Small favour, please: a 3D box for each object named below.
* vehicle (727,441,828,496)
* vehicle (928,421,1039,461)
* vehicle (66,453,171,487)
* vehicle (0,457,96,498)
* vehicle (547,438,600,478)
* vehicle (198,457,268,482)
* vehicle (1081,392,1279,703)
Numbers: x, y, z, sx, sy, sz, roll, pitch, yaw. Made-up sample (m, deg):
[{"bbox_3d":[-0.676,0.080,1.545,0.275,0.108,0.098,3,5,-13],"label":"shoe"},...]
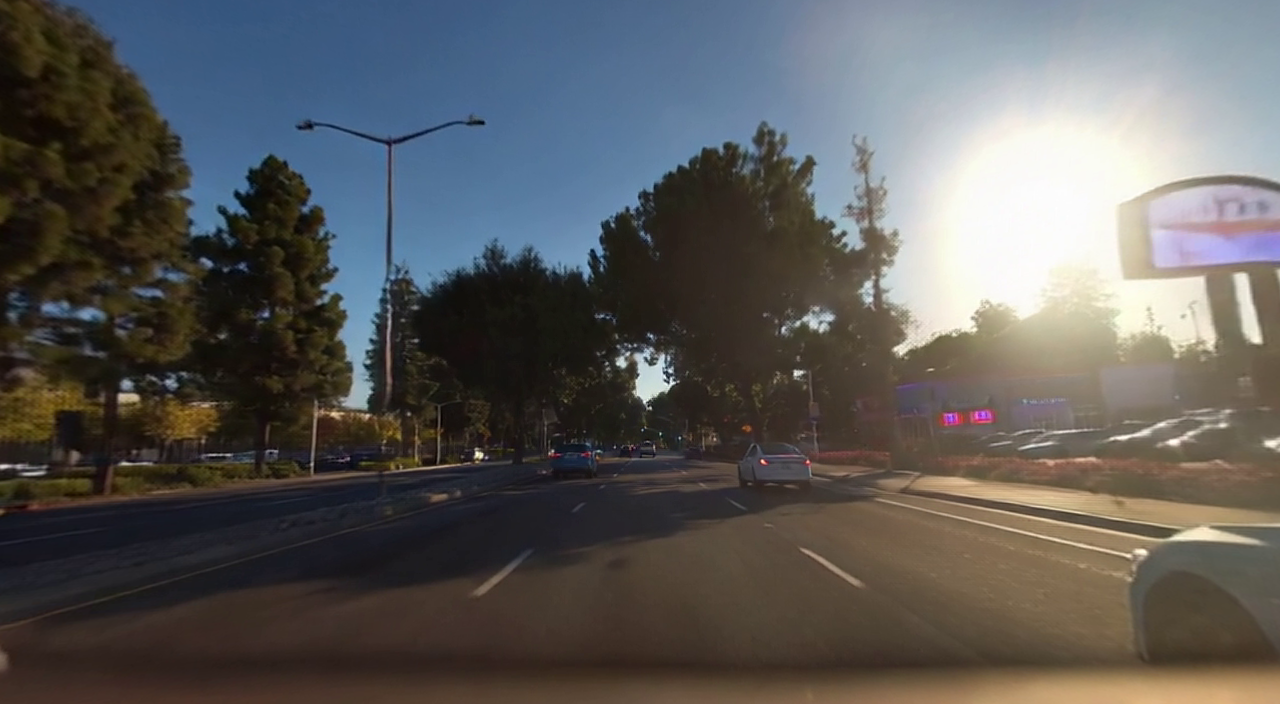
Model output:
[{"bbox_3d":[4.113,3.556,19.750,2.036,1.480,4.659,0,-8,-1],"label":"vehicle"},{"bbox_3d":[20.629,5.430,38.462,2.705,2.011,7.332,-4,-8,1],"label":"vehicle"},{"bbox_3d":[-30.881,6.967,37.544,1.925,1.776,4.722,-1,-8,4],"label":"vehicle"},{"bbox_3d":[-27.445,5.541,27.924,4.681,1.623,1.998,5,-10,-31],"label":"vehicle"},{"bbox_3d":[-3.106,5.049,30.225,1.981,1.731,4.360,0,-8,1],"label":"vehicle"},{"bbox_3d":[-29.921,8.616,46.520,1.881,1.630,4.843,0,-8,0],"label":"vehicle"},{"bbox_3d":[3.560,0.718,1.251,1.976,1.491,4.714,0,-8,0],"label":"vehicle"}]
